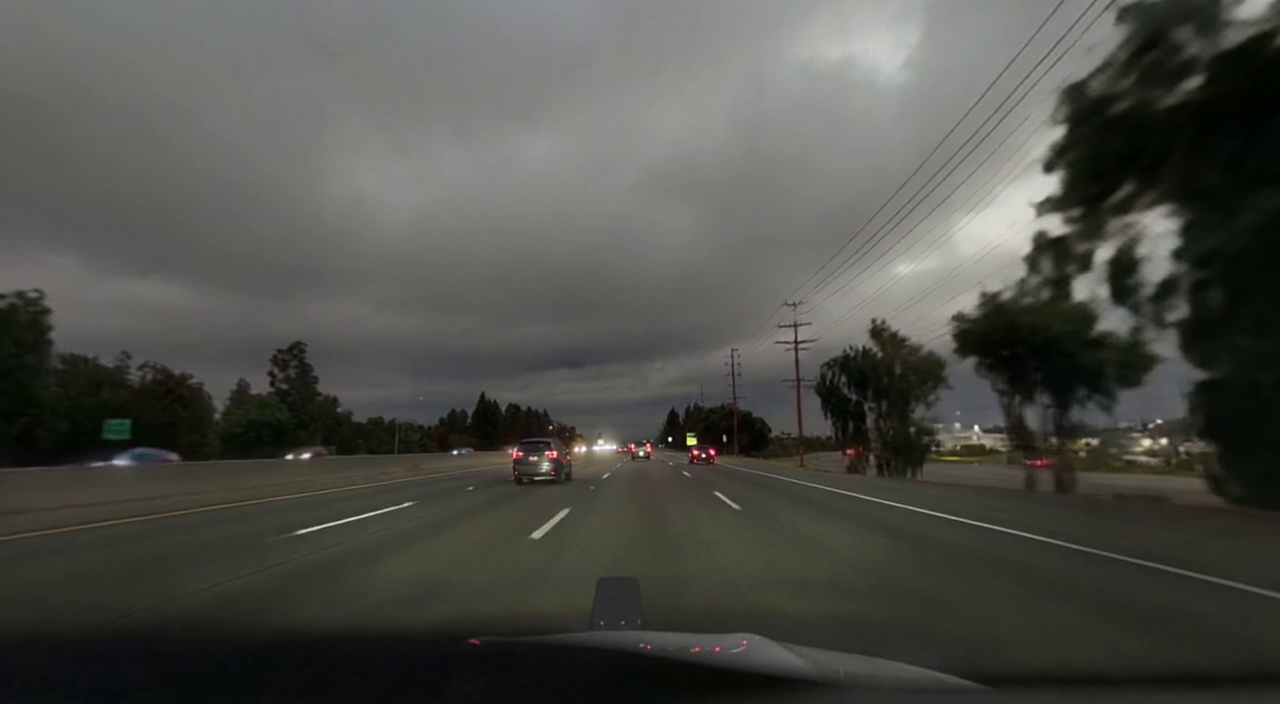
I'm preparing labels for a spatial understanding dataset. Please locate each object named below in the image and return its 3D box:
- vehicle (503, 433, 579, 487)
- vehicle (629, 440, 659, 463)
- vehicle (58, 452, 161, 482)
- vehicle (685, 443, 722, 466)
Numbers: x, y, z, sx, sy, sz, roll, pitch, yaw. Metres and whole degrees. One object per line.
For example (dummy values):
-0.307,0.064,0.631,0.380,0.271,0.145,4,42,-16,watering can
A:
-3.347,3.737,22.171,1.961,1.704,4.052,0,-8,1,vehicle
0.300,7.623,48.300,2.156,1.647,3.987,0,-8,1,vehicle
-28.939,6.256,34.615,1.797,1.464,4.428,0,-8,0,vehicle
4.274,6.953,43.005,1.964,1.479,4.252,0,-8,-1,vehicle
